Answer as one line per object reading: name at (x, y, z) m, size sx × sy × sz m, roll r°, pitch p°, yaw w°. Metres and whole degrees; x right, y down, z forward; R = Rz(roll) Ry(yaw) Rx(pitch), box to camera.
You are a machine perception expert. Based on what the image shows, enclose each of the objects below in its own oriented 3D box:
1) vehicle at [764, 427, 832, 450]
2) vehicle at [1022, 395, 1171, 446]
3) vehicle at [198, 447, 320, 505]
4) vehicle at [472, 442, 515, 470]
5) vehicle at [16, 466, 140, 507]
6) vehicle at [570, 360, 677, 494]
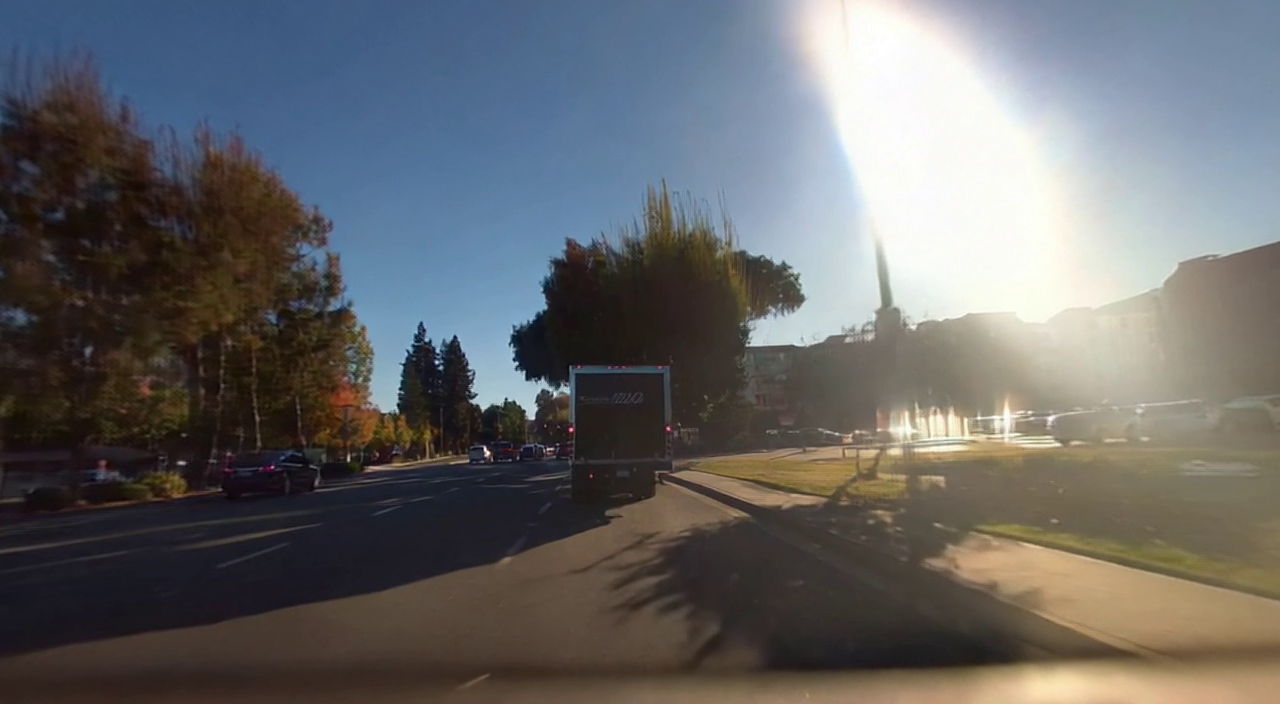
vehicle at (11.246, 6.194, 44.884) m, size 4.321 × 1.579 × 1.823 m, roll 1°, pitch -9°, yaw -4°
vehicle at (17.849, 2.804, 24.913) m, size 1.880 × 1.804 × 4.679 m, roll 1°, pitch -8°, yaw -9°
vehicle at (-12.359, 3.979, 20.760) m, size 1.958 × 1.672 × 4.283 m, roll 1°, pitch -9°, yaw -10°
vehicle at (-9.823, 7.008, 42.417) m, size 2.095 × 1.759 × 4.433 m, roll 0°, pitch -9°, yaw -3°
vehicle at (-27.820, 6.634, 31.340) m, size 2.033 × 1.742 × 4.692 m, roll 1°, pitch -9°, yaw -5°
vehicle at (-0.849, 2.687, 21.600) m, size 2.905 × 3.644 × 8.807 m, roll 1°, pitch -9°, yaw -5°
